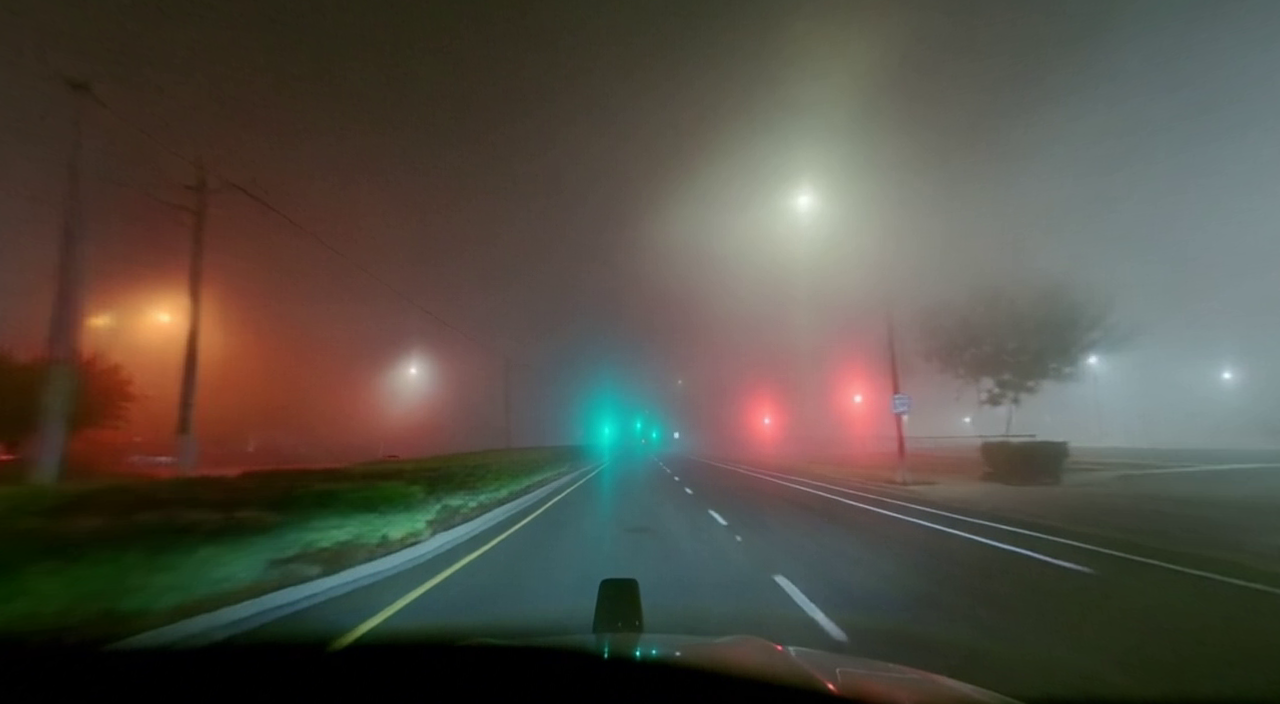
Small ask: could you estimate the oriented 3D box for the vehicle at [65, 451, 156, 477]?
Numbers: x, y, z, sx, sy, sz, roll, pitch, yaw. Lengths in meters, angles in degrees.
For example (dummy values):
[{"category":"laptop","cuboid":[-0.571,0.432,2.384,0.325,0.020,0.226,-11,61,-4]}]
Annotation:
[{"category":"vehicle","cuboid":[-37.752,8.001,45.128,4.648,1.491,1.939,-3,-8,-5]}]
